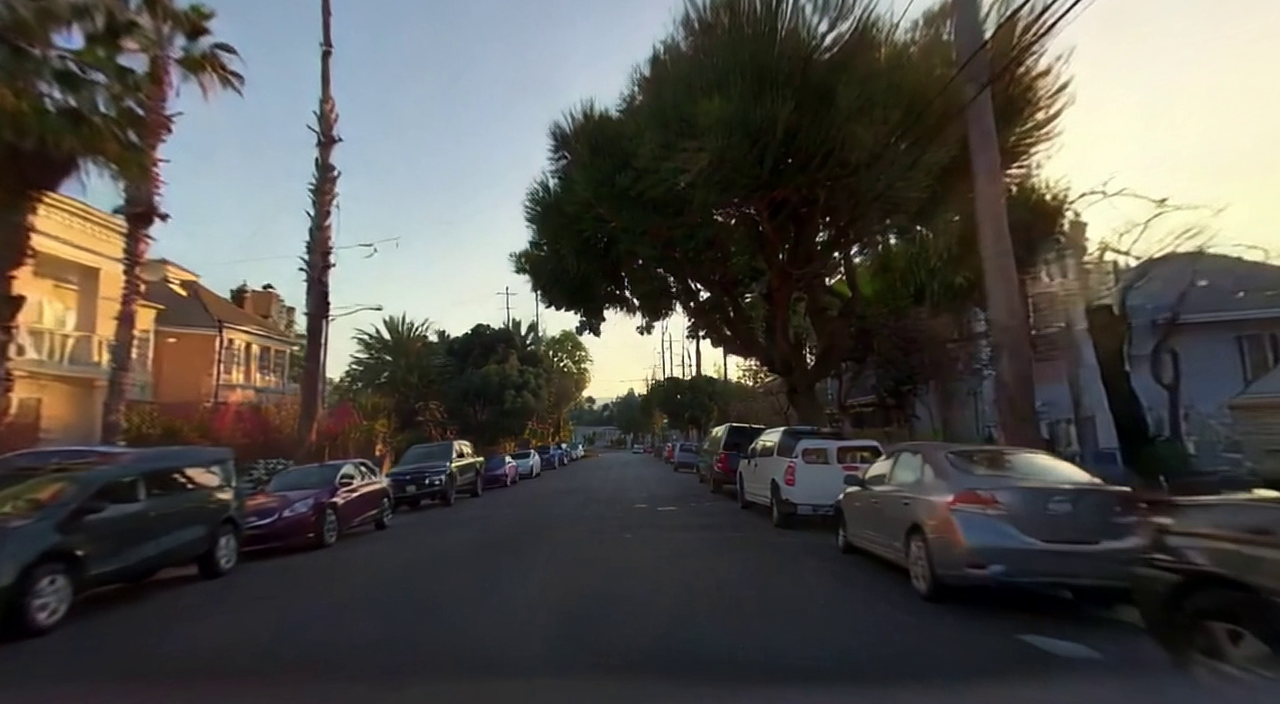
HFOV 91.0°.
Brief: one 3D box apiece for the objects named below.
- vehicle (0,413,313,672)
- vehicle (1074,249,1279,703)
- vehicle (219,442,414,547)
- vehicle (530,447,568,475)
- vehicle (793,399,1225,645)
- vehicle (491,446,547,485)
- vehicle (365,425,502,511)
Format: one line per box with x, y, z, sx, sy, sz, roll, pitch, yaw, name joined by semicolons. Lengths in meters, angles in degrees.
-6.120;1.787;7.116;2.349;1.952;4.848;0;-8;-2;vehicle
3.083;0.439;0.400;2.182;1.964;4.796;0;-8;1;vehicle
-6.444;2.811;13.214;1.909;1.806;4.275;0;-8;-2;vehicle
-6.450;7.742;45.206;2.112;1.847;5.089;0;-8;-1;vehicle
3.026;1.450;6.357;1.880;1.675;3.928;0;-8;-1;vehicle
-6.475;6.072;34.176;2.131;1.777;4.783;-3;-8;-1;vehicle
-6.137;3.526;19.729;2.281;2.248;5.873;0;-8;0;vehicle
